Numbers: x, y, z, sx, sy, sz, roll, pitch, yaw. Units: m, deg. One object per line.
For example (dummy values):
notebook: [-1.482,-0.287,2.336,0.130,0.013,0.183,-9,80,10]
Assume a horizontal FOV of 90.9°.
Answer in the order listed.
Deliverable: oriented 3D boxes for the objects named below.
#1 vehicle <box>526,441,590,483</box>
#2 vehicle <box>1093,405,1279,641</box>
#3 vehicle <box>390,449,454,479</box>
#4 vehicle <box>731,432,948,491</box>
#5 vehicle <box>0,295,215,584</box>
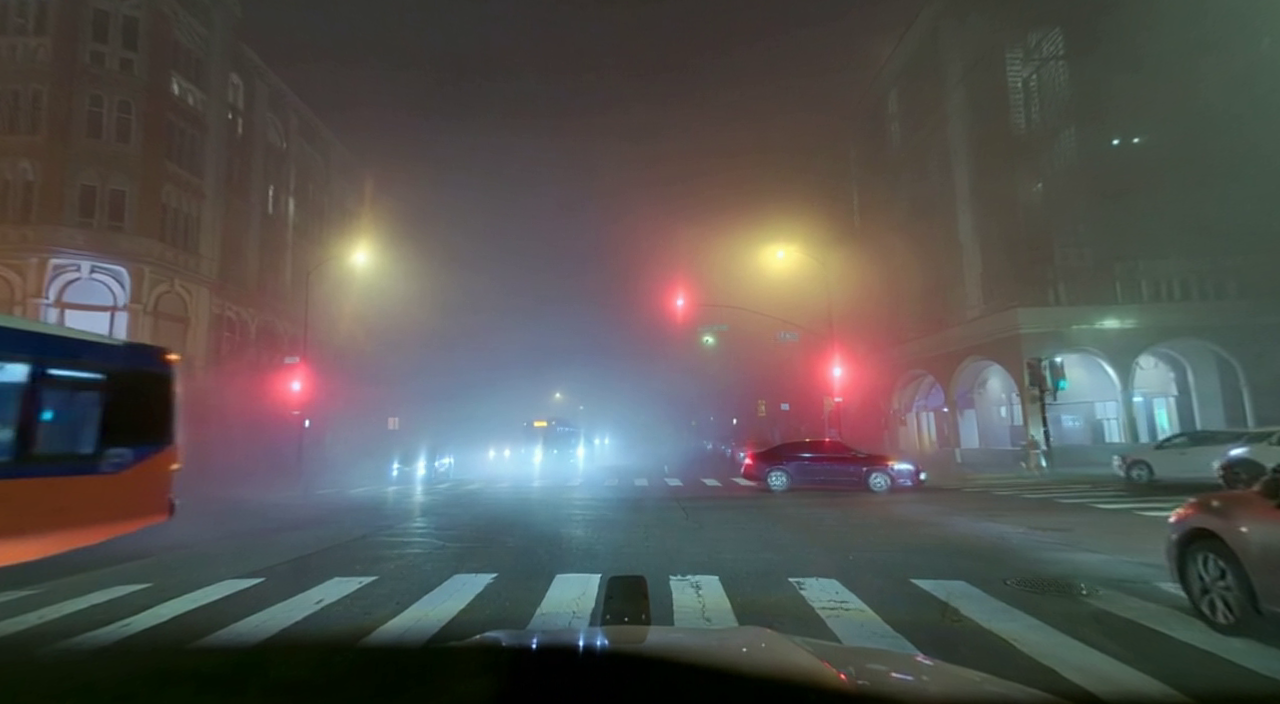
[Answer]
vehicle: [-3.017,4.162,24.217,1.904,1.402,4.759,0,-8,-1]
vehicle: [5.025,0.984,3.274,1.912,1.505,4.889,-1,-8,3]
vehicle: [-11.924,6.116,34.804,1.998,1.505,4.405,0,-8,0]
vehicle: [5.392,3.016,17.598,5.388,1.465,2.050,-2,-9,15]
vehicle: [-9.026,0.928,6.733,2.763,3.411,8.508,0,-8,2]
